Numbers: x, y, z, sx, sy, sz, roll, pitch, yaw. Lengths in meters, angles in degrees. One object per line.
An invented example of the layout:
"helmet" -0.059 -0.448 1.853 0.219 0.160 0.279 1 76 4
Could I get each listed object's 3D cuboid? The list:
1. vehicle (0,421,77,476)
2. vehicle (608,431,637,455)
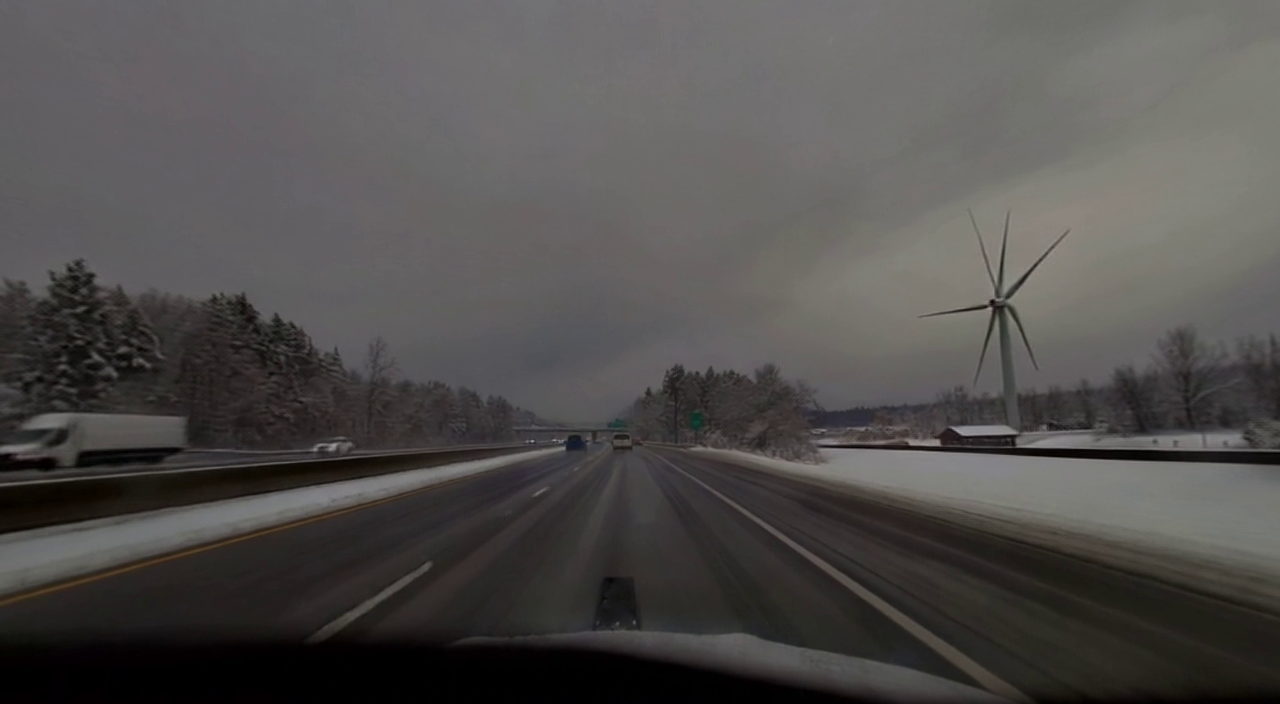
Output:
"vehicle" -42.633 6.636 43.634 2.964 3.572 4.102 0 -7 0
"vehicle" -1.359 7.200 49.820 2.213 1.774 4.563 0 -8 -1
